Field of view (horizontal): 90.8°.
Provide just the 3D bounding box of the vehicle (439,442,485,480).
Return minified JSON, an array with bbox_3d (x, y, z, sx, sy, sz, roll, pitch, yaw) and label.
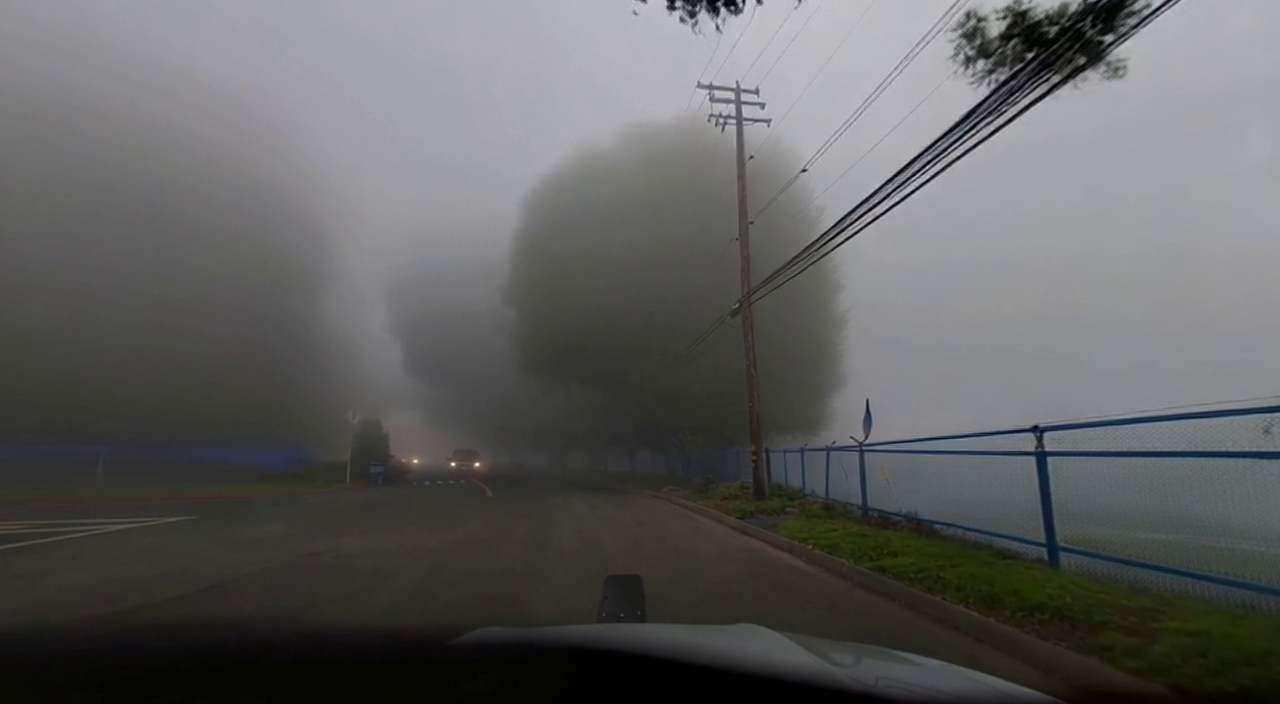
[{"bbox_3d":[-9.740,5.920,34.551,2.185,1.901,4.177,2,-9,-16],"label":"vehicle"}]
